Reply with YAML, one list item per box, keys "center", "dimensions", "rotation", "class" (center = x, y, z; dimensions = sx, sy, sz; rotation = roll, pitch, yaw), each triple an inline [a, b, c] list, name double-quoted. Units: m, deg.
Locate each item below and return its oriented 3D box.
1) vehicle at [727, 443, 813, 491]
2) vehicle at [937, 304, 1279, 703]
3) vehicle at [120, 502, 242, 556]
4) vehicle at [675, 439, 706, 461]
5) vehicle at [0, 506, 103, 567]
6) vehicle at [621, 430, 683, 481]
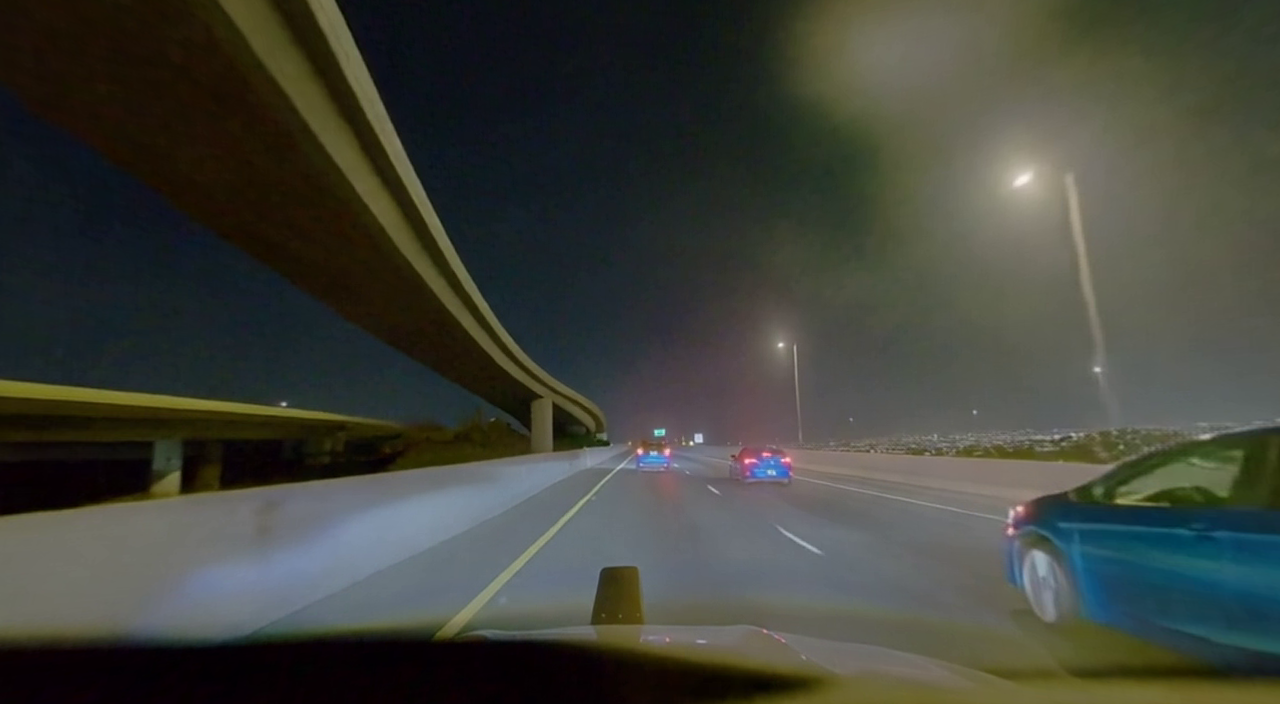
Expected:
- center: [4.385, 3.940, 21.959]
  dimensions: [2.047, 1.500, 4.017]
  rotation: [1, -9, -2]
  class: "vehicle"
- center: [4.106, 0.861, 3.215]
  dimensions: [2.404, 2.014, 5.655]
  rotation: [0, -9, 0]
  class: "vehicle"
- center: [-19.132, 7.356, 26.518]
  dimensions: [1.939, 1.689, 4.298]
  rotation: [1, -9, -1]
  class: "vehicle"
- center: [3.947, 7.733, 49.760]
  dimensions: [2.047, 1.700, 4.069]
  rotation: [0, -9, -1]
  class: "vehicle"
- center: [-22.921, 6.785, 23.376]
  dimensions: [1.920, 1.675, 4.655]
  rotation: [1, -9, -3]
  class: "vehicle"
- center: [0.458, 4.162, 25.493]
  dimensions: [2.264, 1.841, 4.583]
  rotation: [0, -9, 0]
  class: "vehicle"
